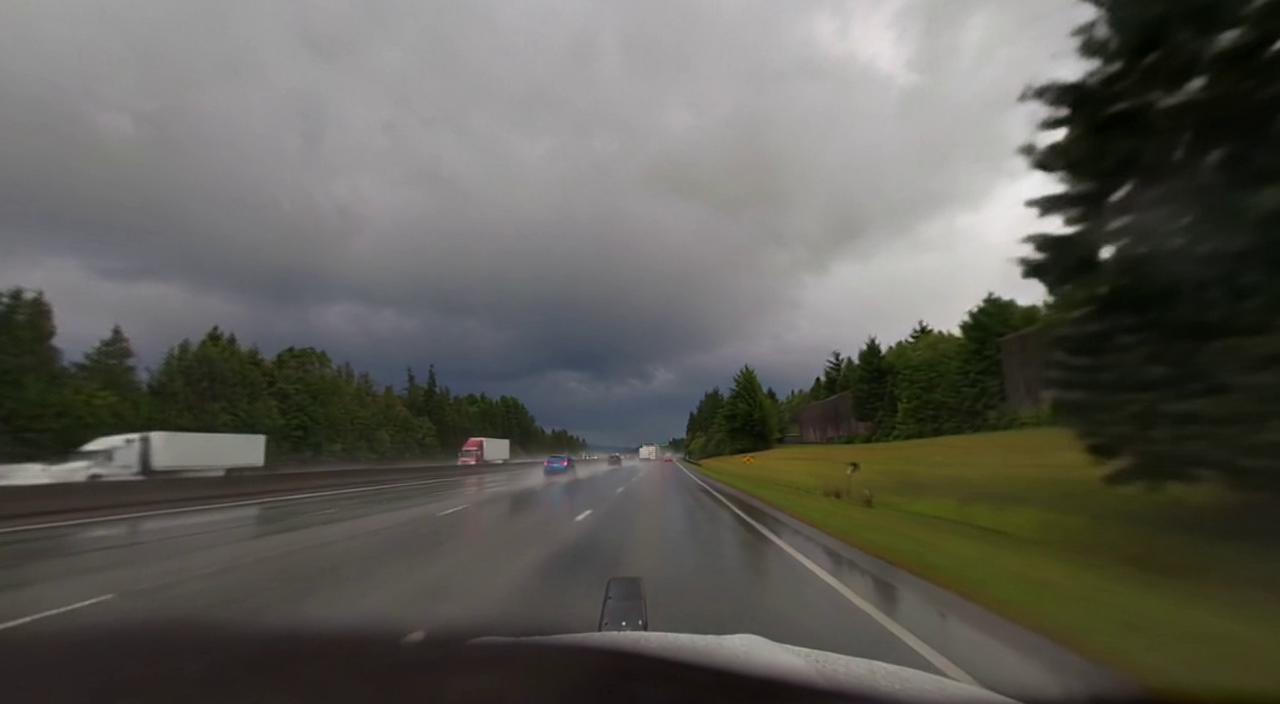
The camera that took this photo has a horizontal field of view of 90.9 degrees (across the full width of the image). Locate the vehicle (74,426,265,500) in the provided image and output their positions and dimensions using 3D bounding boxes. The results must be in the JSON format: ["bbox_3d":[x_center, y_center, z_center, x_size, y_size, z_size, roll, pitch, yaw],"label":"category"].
[{"bbox_3d":[-26.961,6.436,37.210,2.951,3.729,10.497,0,-9,1],"label":"vehicle"}]

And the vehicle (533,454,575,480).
[{"bbox_3d":[-5.617,7.557,41.726,1.996,1.579,4.439,-1,-9,3],"label":"vehicle"}]
